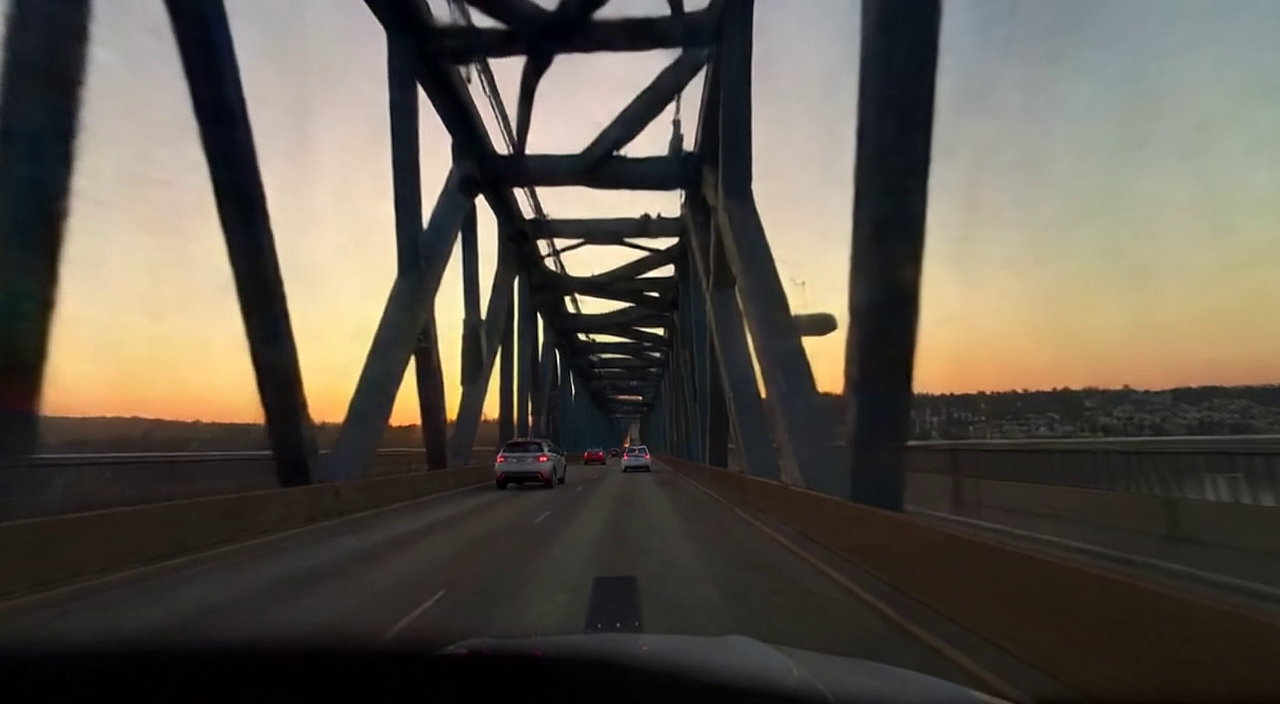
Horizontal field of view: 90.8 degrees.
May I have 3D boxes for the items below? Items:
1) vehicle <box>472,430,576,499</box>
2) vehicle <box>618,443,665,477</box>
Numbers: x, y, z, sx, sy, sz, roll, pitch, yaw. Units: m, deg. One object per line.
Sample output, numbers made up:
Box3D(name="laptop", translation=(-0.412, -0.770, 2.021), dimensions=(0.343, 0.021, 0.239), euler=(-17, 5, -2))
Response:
Box3D(name="vehicle", translation=(-3.339, 3.358, 19.222), dimensions=(2.190, 1.807, 4.741), euler=(-1, -9, 1))
Box3D(name="vehicle", translation=(0.070, 5.046, 29.739), dimensions=(2.048, 1.450, 3.973), euler=(0, -9, 0))
